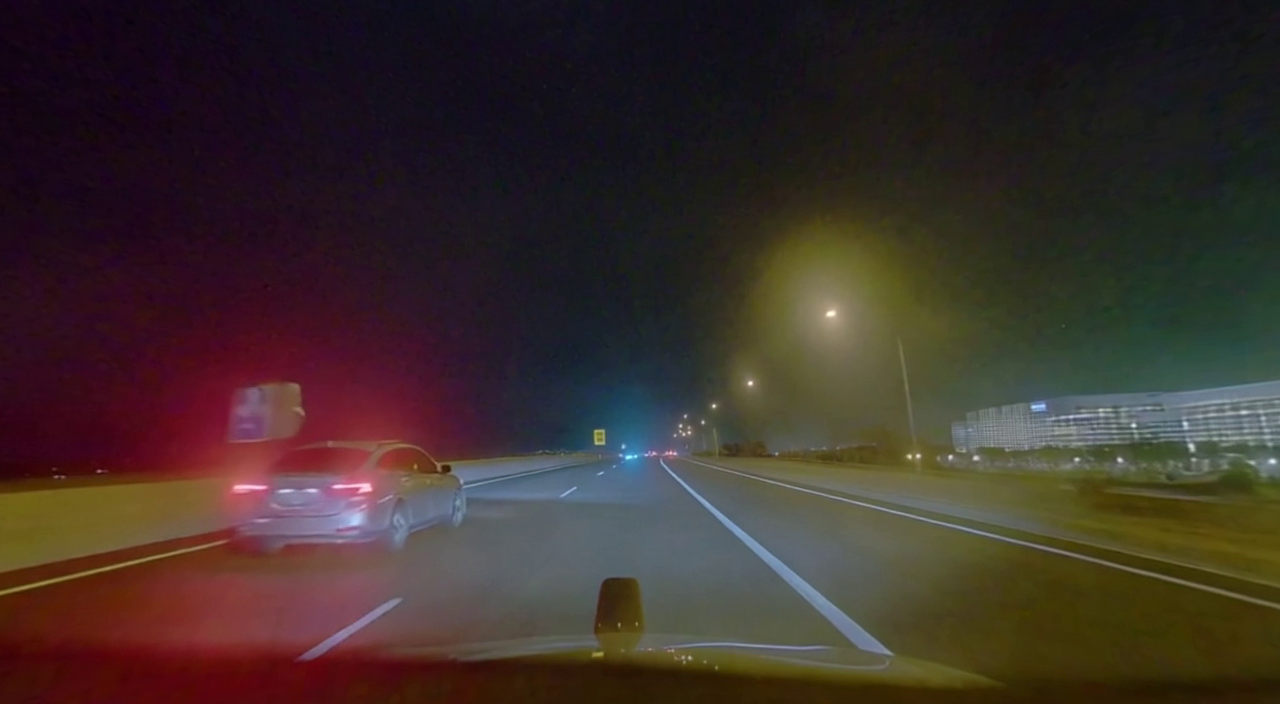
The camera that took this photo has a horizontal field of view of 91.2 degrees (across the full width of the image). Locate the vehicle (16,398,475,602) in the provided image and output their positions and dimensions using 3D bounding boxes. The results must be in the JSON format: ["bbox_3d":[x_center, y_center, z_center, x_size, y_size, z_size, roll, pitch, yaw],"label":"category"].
[{"bbox_3d":[-3.887,1.589,7.641,2.327,1.647,4.908,0,-9,1],"label":"vehicle"}]
